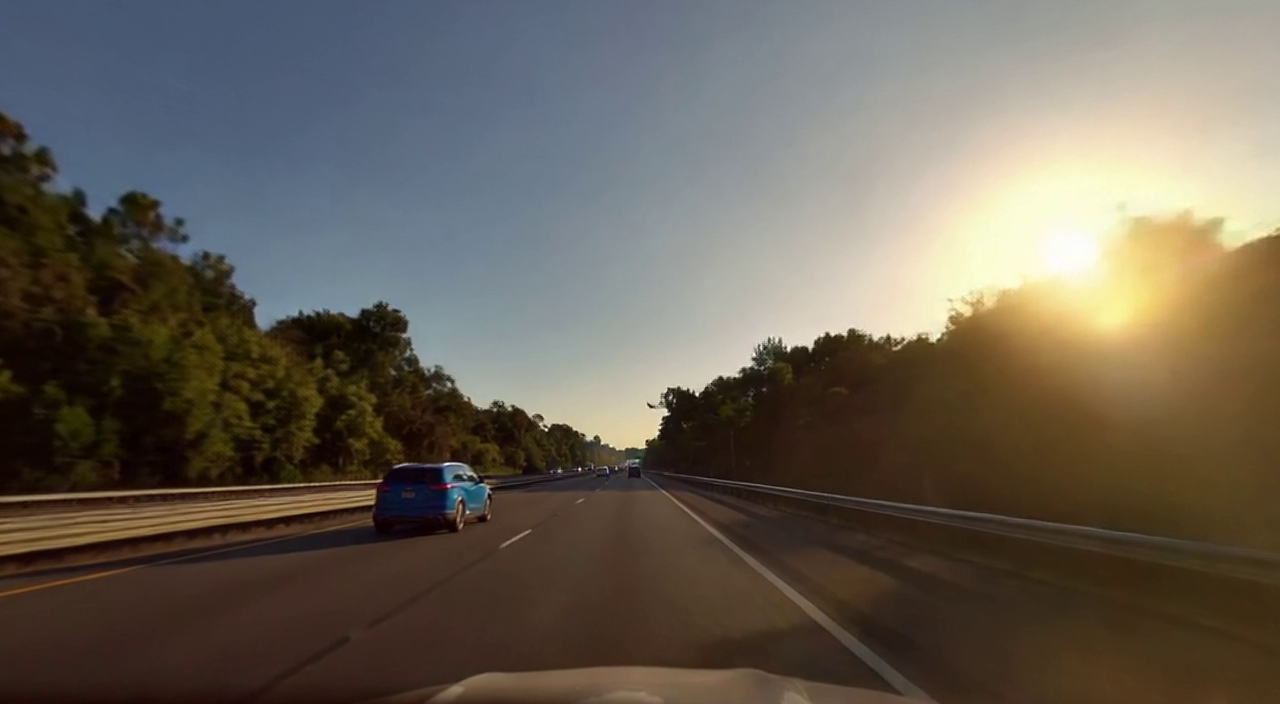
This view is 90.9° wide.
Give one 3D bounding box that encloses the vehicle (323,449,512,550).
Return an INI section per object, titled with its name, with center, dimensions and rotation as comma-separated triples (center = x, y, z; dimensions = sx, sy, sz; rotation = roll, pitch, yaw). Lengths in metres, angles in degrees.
[vehicle]
center = -3.900, 2.687, 11.921
dimensions = 2.017, 1.516, 4.041
rotation = 1, -11, 1
